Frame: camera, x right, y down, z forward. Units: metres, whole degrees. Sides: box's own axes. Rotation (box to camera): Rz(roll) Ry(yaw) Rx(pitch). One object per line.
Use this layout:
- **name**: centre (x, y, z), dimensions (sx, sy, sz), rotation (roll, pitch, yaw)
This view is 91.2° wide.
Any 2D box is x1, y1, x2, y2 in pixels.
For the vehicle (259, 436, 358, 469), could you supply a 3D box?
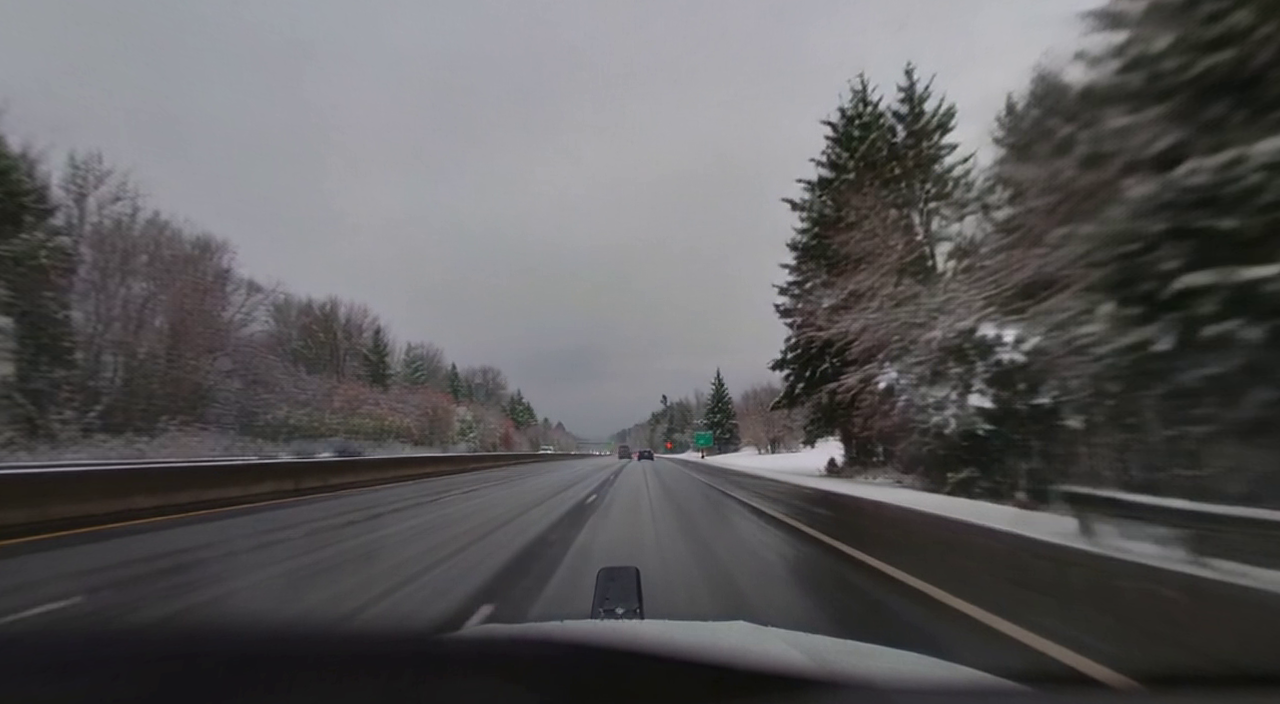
- **vehicle**: centre (-15.283, 4.665, 29.175), dimensions (2.467, 1.373, 3.927), rotation (0, -9, -1)
